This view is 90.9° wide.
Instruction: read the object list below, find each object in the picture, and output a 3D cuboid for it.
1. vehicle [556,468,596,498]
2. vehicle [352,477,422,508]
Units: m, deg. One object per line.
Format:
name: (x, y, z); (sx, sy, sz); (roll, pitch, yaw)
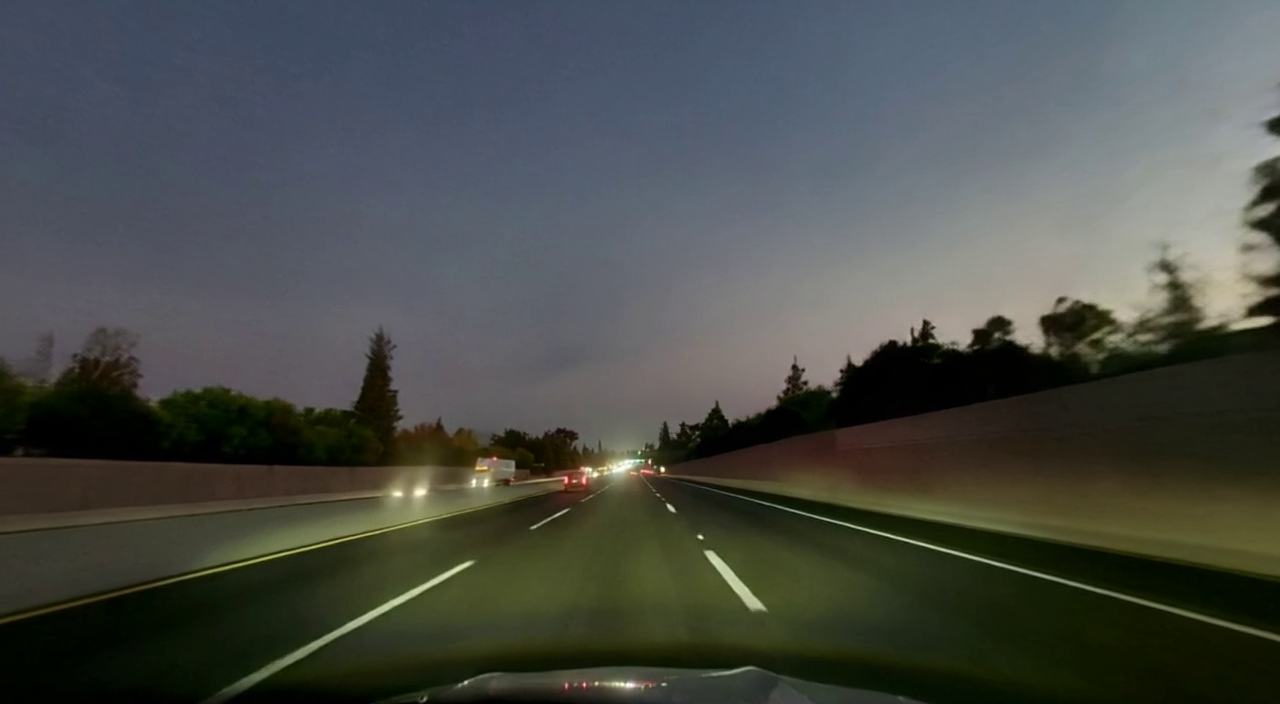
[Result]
vehicle: (-3.517, 7.277, 35.195); (1.863, 1.486, 3.852); (1, -10, -1)
vehicle: (-13.625, 7.589, 34.246); (2.084, 1.426, 4.215); (1, -10, -1)
